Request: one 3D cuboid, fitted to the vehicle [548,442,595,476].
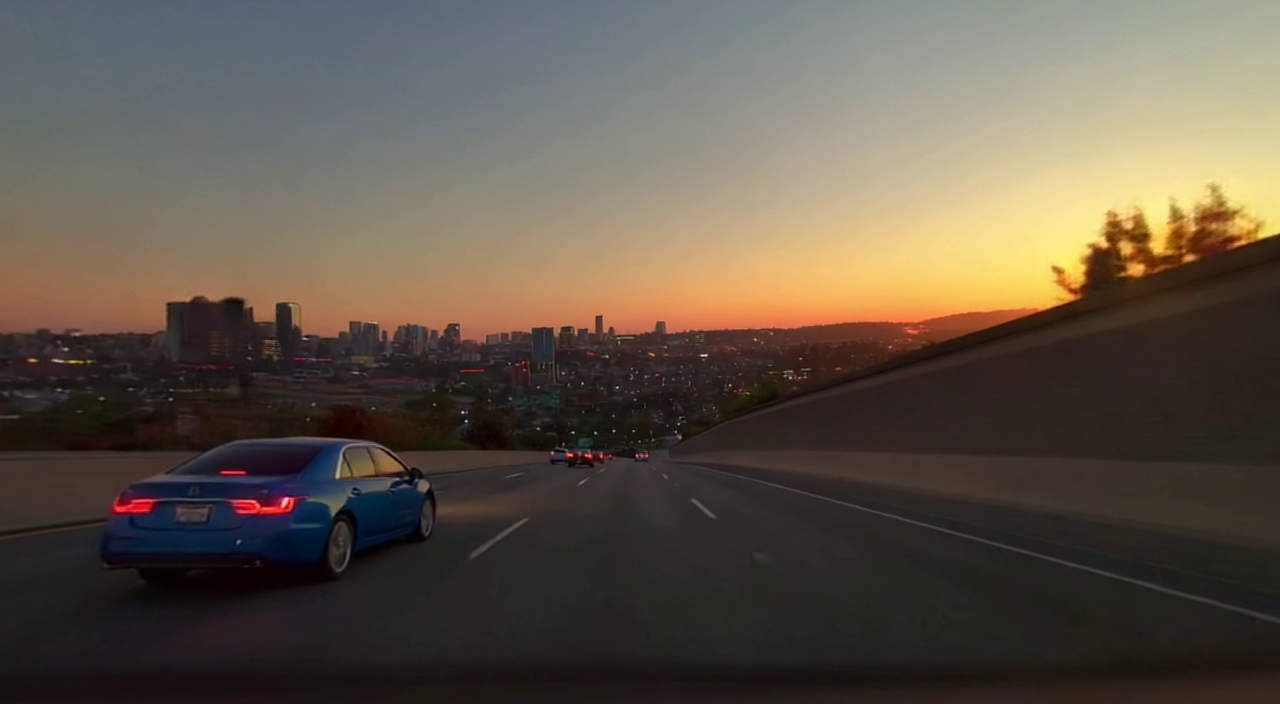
[{"bbox_3d":[-3.635,5.754,34.337,2.075,1.702,4.257,0,-9,0],"label":"vehicle"}]

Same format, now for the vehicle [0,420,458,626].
[{"bbox_3d":[-3.724,1.582,6.890,2.114,1.480,4.473,0,-9,0],"label":"vehicle"}]
